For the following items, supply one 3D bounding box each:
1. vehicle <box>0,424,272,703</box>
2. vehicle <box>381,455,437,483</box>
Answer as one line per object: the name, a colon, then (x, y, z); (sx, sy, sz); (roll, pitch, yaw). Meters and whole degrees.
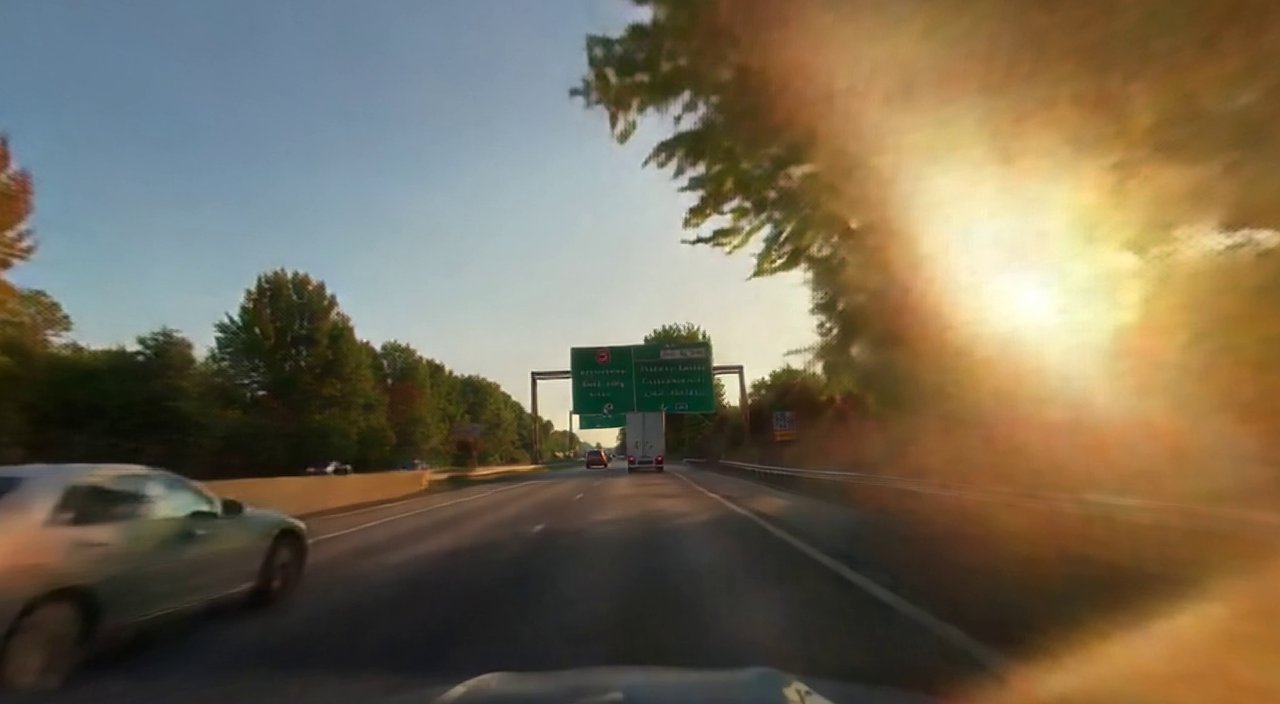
vehicle: (-4.045, 1.090, 3.047); (1.968, 1.460, 4.227); (0, -9, 0)
vehicle: (-12.983, 6.591, 35.655); (1.790, 1.452, 3.669); (0, -9, -1)
